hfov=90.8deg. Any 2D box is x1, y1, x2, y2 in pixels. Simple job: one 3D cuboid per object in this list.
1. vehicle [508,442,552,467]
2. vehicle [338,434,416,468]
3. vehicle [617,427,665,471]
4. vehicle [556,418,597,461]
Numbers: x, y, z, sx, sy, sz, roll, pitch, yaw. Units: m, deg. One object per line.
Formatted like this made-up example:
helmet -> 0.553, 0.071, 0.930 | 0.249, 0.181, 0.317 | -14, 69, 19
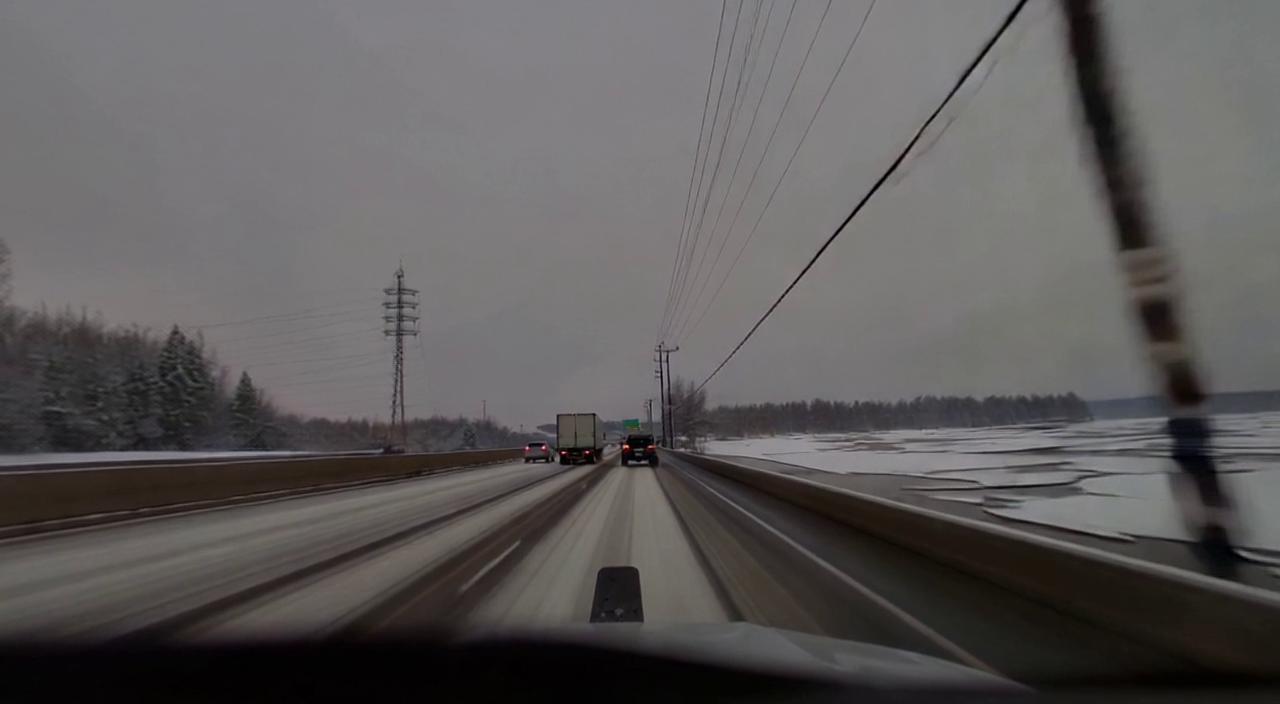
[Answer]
vehicle -> -7.119, 6.687, 41.305 | 2.004, 1.545, 4.513 | 0, -8, 1
vehicle -> -16.338, 6.192, 39.628 | 2.457, 1.972, 5.755 | 0, -8, 0
vehicle -> 0.083, 5.145, 33.514 | 2.358, 2.144, 4.713 | 0, -8, 0
vehicle -> -3.795, 5.265, 38.007 | 2.178, 2.522, 2.054 | 0, -8, 1
